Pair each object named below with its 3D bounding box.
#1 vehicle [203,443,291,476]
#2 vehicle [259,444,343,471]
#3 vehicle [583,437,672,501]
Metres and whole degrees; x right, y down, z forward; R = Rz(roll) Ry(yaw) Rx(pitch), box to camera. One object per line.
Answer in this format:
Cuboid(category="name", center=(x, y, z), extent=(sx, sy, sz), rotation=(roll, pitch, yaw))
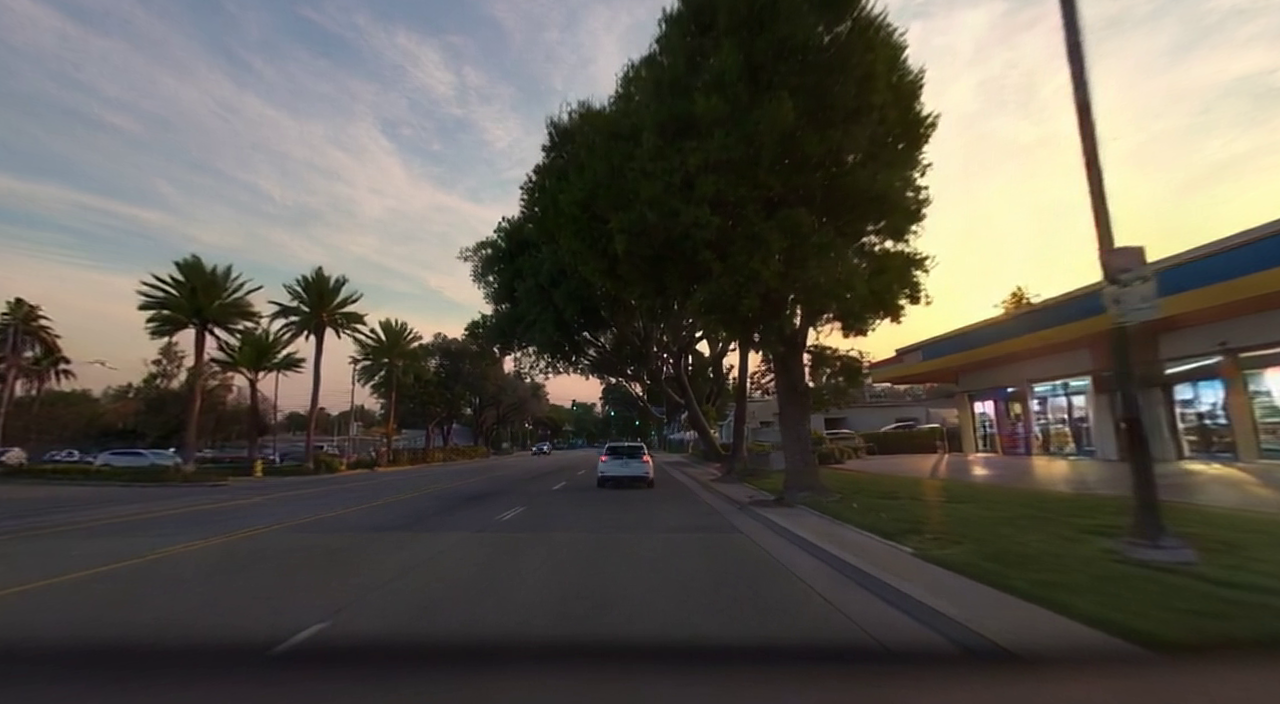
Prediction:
Cuboid(category="vehicle", center=(-23.012, 6.272, 36.955), extent=(4.573, 1.725, 2.054), rotation=(-5, -8, 23))
Cuboid(category="vehicle", center=(-23.228, 7.195, 43.262), extent=(5.293, 1.771, 2.194), rotation=(-4, -9, 25))
Cuboid(category="vehicle", center=(-0.321, 3.058, 16.937), extent=(2.076, 1.486, 4.119), rotation=(0, -8, -1))
